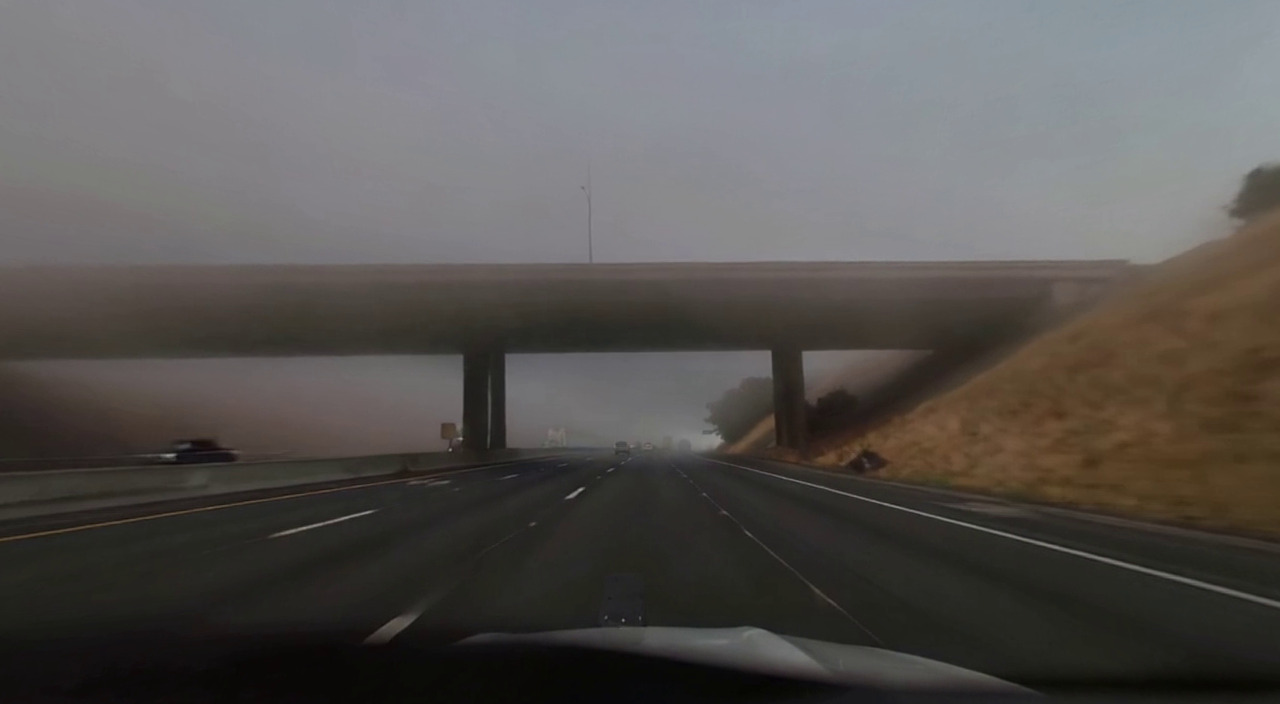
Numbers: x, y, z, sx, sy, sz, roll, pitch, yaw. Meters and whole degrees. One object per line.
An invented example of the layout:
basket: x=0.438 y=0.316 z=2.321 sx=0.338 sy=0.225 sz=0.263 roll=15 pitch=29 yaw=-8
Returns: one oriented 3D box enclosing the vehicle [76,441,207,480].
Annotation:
vehicle: x=-24.607 y=5.349 z=31.468 sx=2.048 sy=1.763 sz=5.363 roll=-1 pitch=-9 yaw=2
